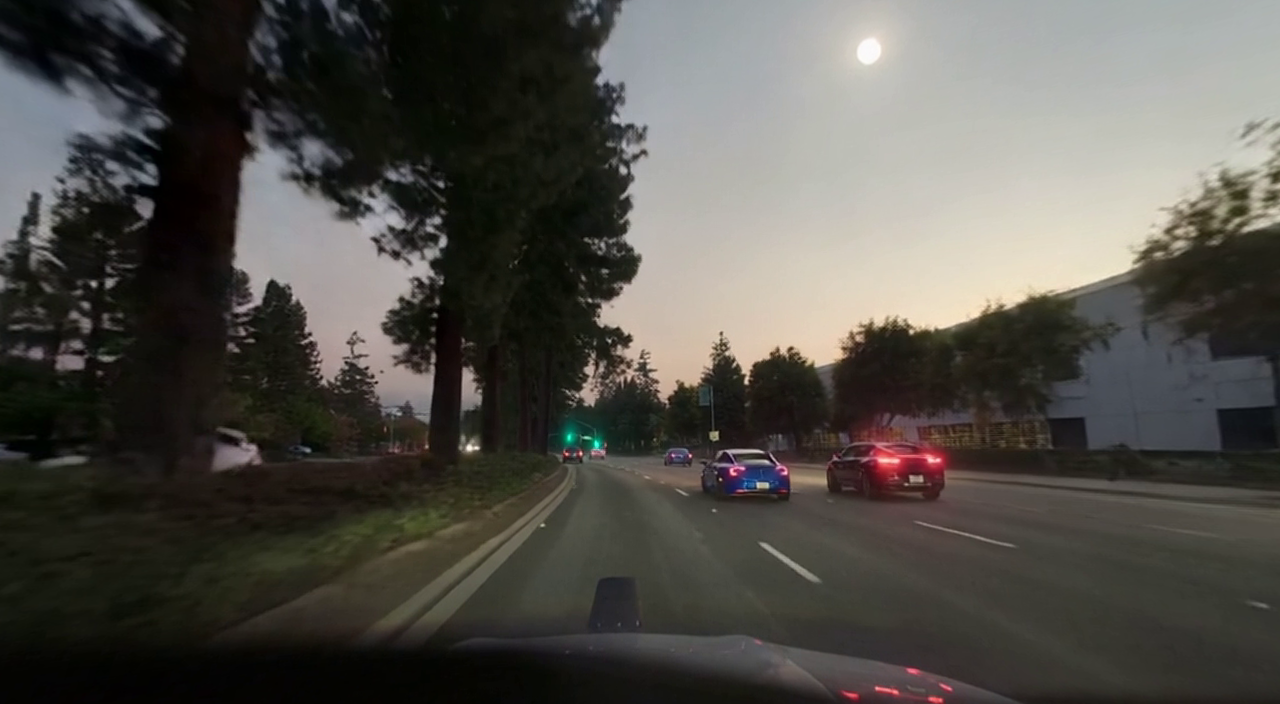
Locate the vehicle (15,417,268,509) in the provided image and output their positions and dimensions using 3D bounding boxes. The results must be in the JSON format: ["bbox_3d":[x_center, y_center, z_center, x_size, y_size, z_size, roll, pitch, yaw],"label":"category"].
[{"bbox_3d":[-11.179,2.534,14.811,2.202,1.770,4.742,0,-9,-3],"label":"vehicle"}]

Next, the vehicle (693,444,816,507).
[{"bbox_3d":[2.679,3.022,15.949,1.990,1.347,4.388,1,-9,-4],"label":"vehicle"}]

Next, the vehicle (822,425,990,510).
[{"bbox_3d":[6.150,2.721,15.319,1.987,1.730,4.373,0,-9,-3],"label":"vehicle"}]

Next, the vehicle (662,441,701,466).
[{"bbox_3d":[2.908,7.220,44.997,1.931,1.685,4.054,1,-9,-9],"label":"vehicle"}]
